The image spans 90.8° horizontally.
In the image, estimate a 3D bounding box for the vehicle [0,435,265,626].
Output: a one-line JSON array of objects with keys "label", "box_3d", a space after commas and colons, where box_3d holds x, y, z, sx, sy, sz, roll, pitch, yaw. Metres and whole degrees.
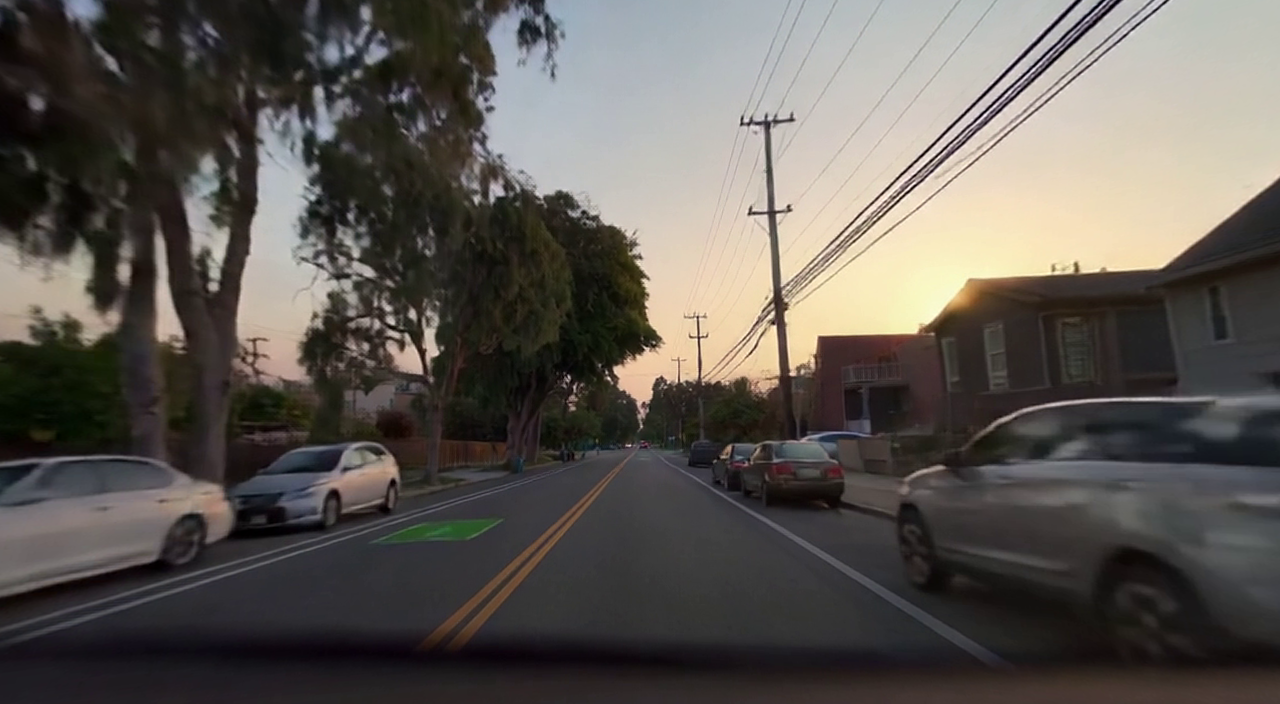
[{"label": "vehicle", "box_3d": [-6.394, 1.699, 6.592, 2.084, 1.573, 4.599, -2, -7, 1]}]

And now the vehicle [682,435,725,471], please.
[{"label": "vehicle", "box_3d": [3.791, 6.144, 38.503, 2.088, 2.019, 4.802, 0, -8, -1]}]

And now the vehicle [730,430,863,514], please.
[{"label": "vehicle", "box_3d": [3.530, 2.793, 15.280, 1.955, 1.665, 4.818, 0, -8, 0]}]

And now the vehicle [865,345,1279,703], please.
[{"label": "vehicle", "box_3d": [3.670, 1.146, 4.426, 2.171, 1.796, 5.291, 0, -8, -1]}]

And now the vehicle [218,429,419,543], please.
[{"label": "vehicle", "box_3d": [-6.398, 2.609, 13.285, 1.947, 1.930, 4.306, -2, -7, 0]}]
